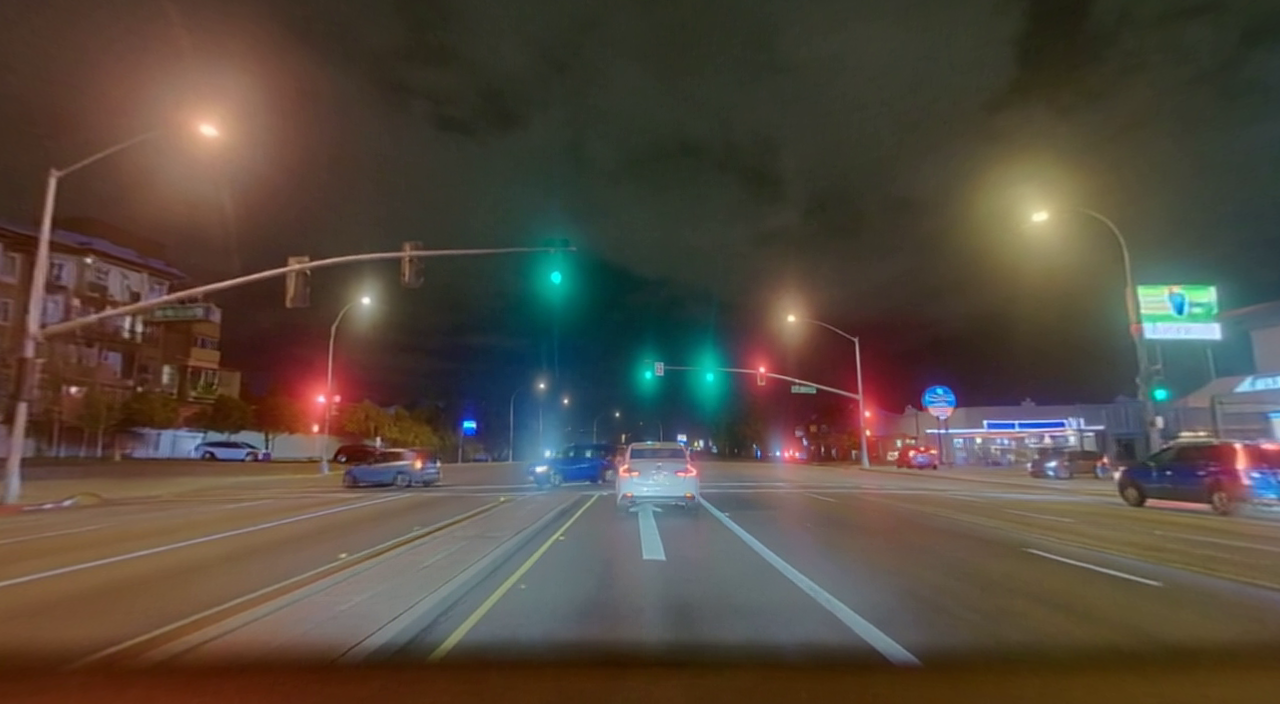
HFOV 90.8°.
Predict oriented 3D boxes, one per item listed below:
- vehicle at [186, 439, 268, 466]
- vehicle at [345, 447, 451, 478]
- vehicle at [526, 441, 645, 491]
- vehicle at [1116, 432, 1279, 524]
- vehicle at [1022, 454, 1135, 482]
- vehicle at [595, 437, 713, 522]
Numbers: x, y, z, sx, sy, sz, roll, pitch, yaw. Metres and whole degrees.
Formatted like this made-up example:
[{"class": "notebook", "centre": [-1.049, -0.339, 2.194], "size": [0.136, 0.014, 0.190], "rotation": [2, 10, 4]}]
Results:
[{"class": "vehicle", "centre": [-30.508, 7.415, 46.816], "size": [1.999, 1.702, 4.557], "rotation": [-2, -7, 29]}, {"class": "vehicle", "centre": [-11.904, 5.414, 31.207], "size": [4.531, 1.434, 1.841], "rotation": [-2, -9, 10]}, {"class": "vehicle", "centre": [-1.997, 3.853, 21.732], "size": [2.213, 1.489, 4.626], "rotation": [5, -10, -31]}, {"class": "vehicle", "centre": [13.927, 2.696, 13.801], "size": [2.309, 1.819, 5.793], "rotation": [1, -9, -3]}, {"class": "vehicle", "centre": [23.768, 6.278, 34.357], "size": [4.684, 1.412, 1.995], "rotation": [0, -9, -2]}, {"class": "vehicle", "centre": [0.279, 2.571, 13.263], "size": [2.067, 1.471, 4.241], "rotation": [0, -9, 1]}]
